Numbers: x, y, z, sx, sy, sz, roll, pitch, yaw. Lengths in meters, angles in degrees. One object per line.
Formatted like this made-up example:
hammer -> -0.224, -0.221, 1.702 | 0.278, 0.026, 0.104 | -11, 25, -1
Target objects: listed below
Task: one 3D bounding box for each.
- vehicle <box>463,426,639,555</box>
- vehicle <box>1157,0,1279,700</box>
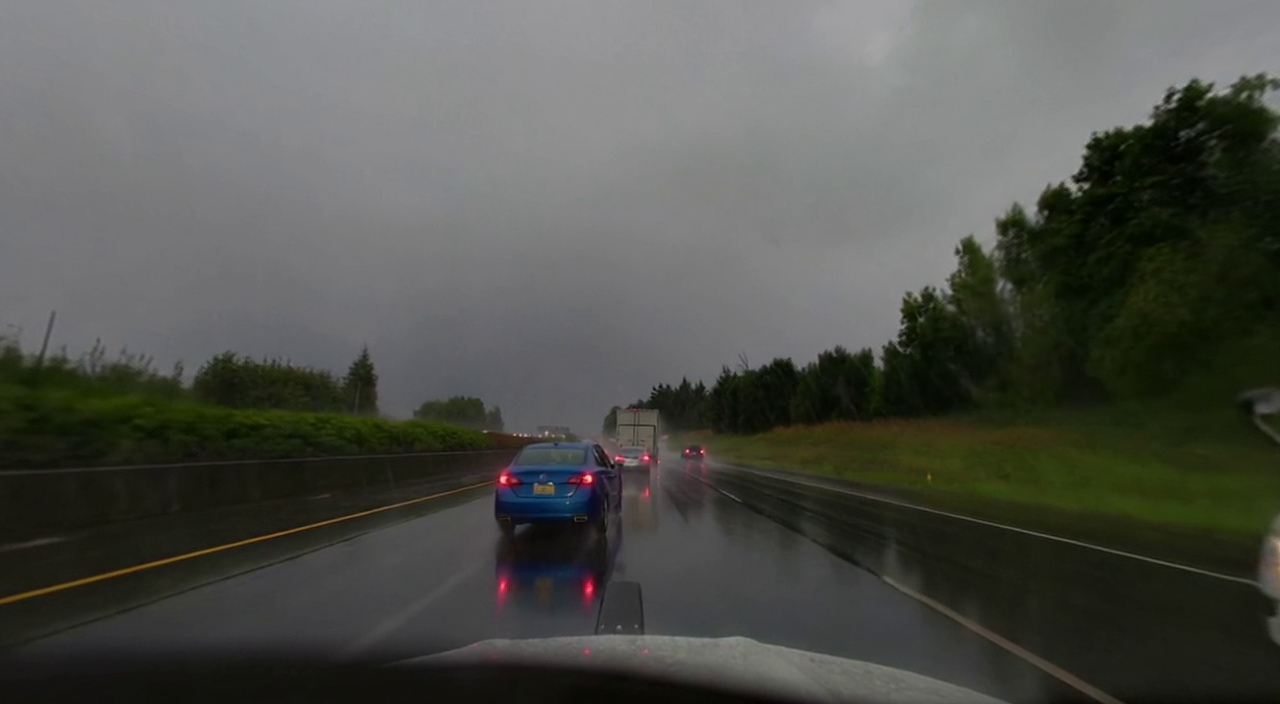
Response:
vehicle -> -1.118, 2.025, 9.792 | 2.038, 1.582, 3.729 | -1, -9, 2
vehicle -> 4.909, -0.628, 0.886 | 2.982, 4.187, 6.008 | 0, -9, 1
